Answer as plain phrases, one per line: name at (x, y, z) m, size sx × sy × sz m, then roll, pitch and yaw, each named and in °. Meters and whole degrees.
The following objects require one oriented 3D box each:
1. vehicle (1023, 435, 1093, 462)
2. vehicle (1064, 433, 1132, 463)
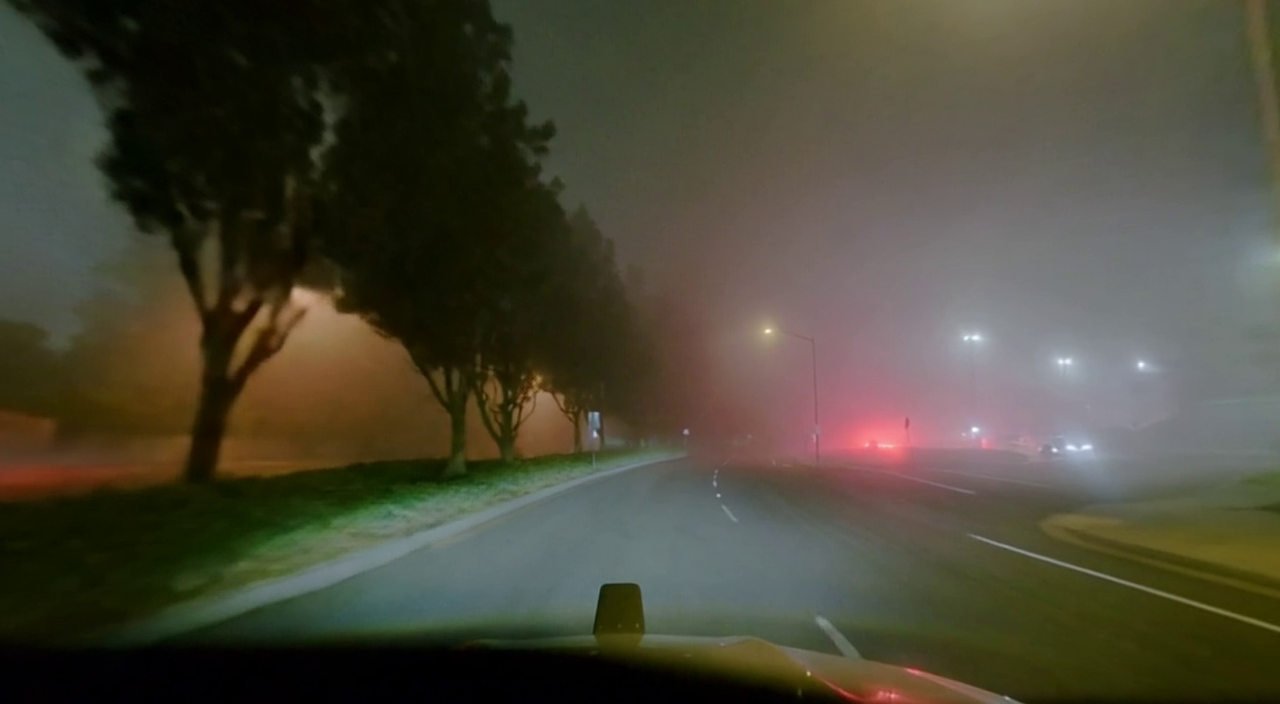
vehicle at (25.215, 5.824, 37.964) m, size 4.456 × 1.489 × 1.963 m, roll 7°, pitch -11°, yaw -35°
vehicle at (30.055, 6.231, 41.243) m, size 4.598 × 1.493 × 1.951 m, roll -1°, pitch -6°, yaw -33°
